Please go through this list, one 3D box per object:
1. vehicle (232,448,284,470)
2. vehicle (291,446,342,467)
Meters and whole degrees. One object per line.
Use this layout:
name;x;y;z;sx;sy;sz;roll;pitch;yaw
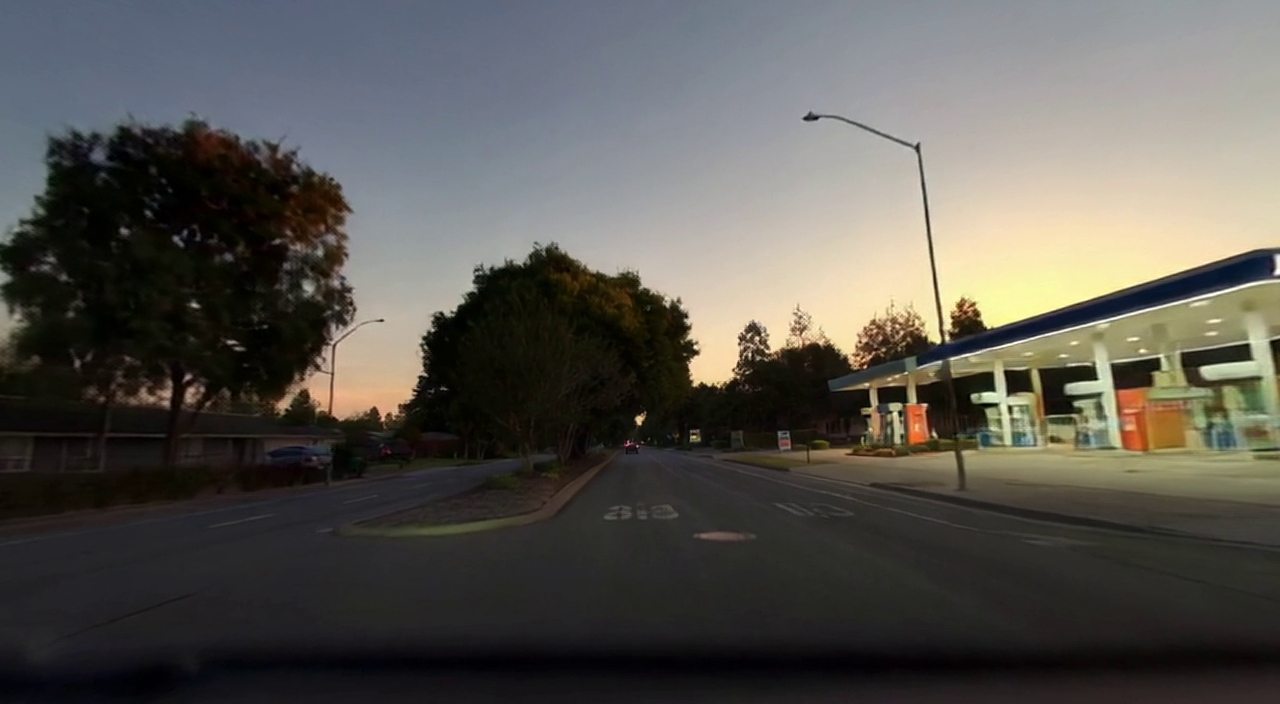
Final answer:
vehicle;-30.097;8.429;49.910;1.881;1.444;4.046;-3;-7;-4
vehicle;-25.203;8.137;49.392;1.760;1.598;3.881;-1;-8;3
